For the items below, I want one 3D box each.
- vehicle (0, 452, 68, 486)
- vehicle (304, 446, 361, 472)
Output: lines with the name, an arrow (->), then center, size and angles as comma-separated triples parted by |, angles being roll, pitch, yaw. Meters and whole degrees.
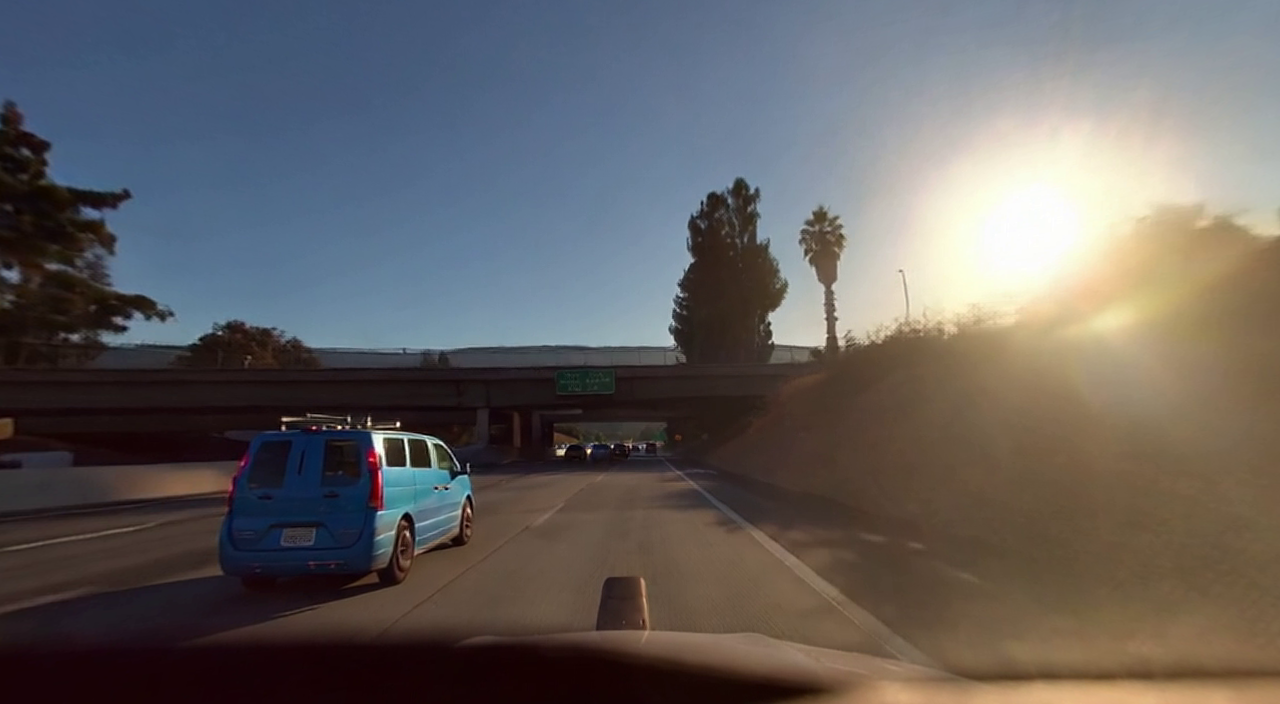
vehicle -> -27.954, 5.169, 28.012 | 1.644, 1.420, 3.518 | -1, -8, 2
vehicle -> -16.592, 5.771, 34.191 | 1.441, 1.325, 3.178 | 0, -8, 0
